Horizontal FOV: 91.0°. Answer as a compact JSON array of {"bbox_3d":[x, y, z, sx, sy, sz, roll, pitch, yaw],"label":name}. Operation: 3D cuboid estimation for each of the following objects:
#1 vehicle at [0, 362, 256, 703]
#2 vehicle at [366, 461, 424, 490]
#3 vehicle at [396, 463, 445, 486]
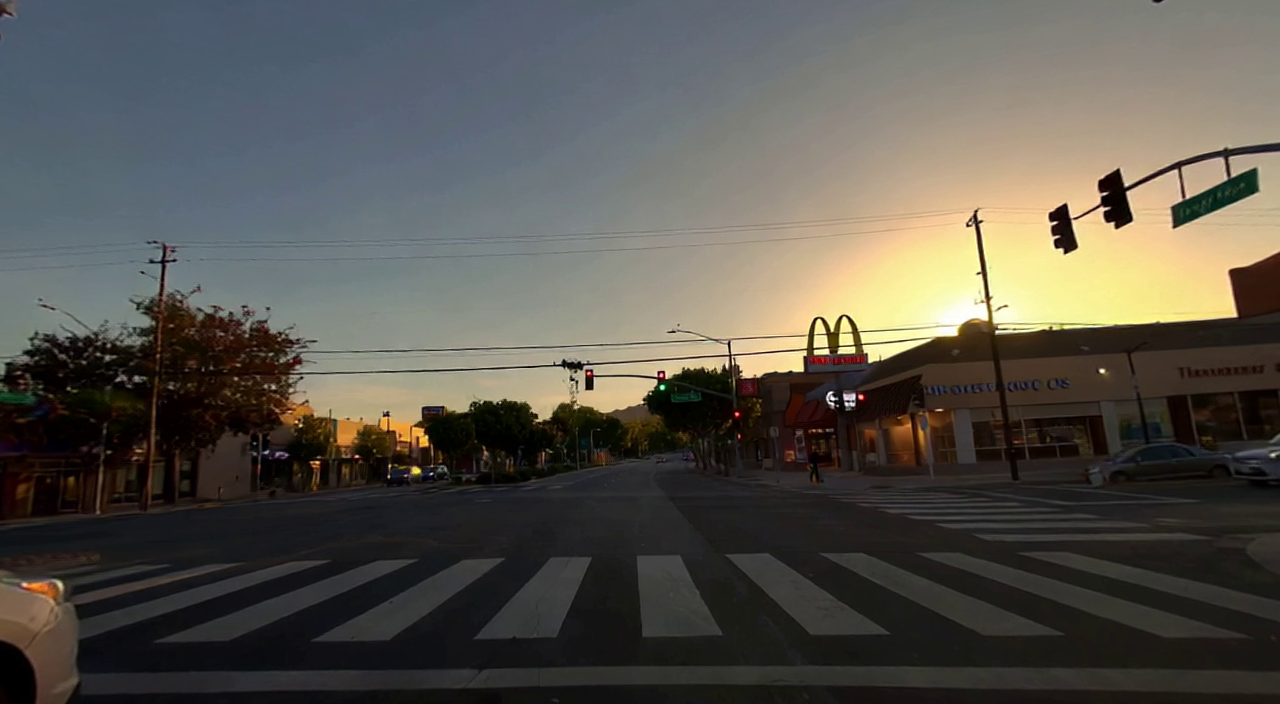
[{"bbox_3d":[-3.415,0.734,1.409,2.081,1.644,4.523,0,-9,3],"label":"vehicle"},{"bbox_3d":[-19.231,9.701,49.817,2.227,2.033,5.614,0,-9,1],"label":"vehicle"},{"bbox_3d":[-15.755,8.827,45.417,1.931,1.471,4.152,0,-9,1],"label":"vehicle"}]
